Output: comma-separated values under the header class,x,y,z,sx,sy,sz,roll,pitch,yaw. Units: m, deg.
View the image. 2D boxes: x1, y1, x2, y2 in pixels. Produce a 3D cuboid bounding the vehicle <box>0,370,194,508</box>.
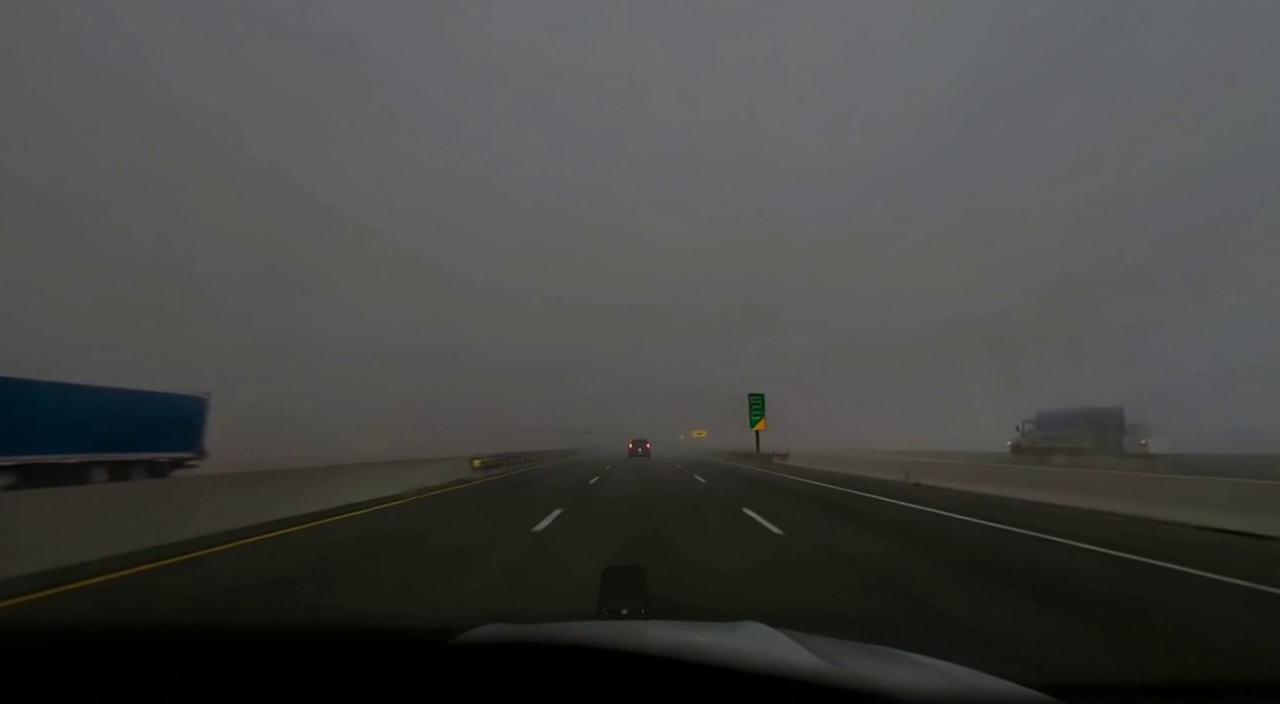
class,x,y,z,sx,sy,sz,roll,pitch,yaw
vehicle,-20.358,3.126,22.402,2.889,4.041,8.073,0,-8,0
